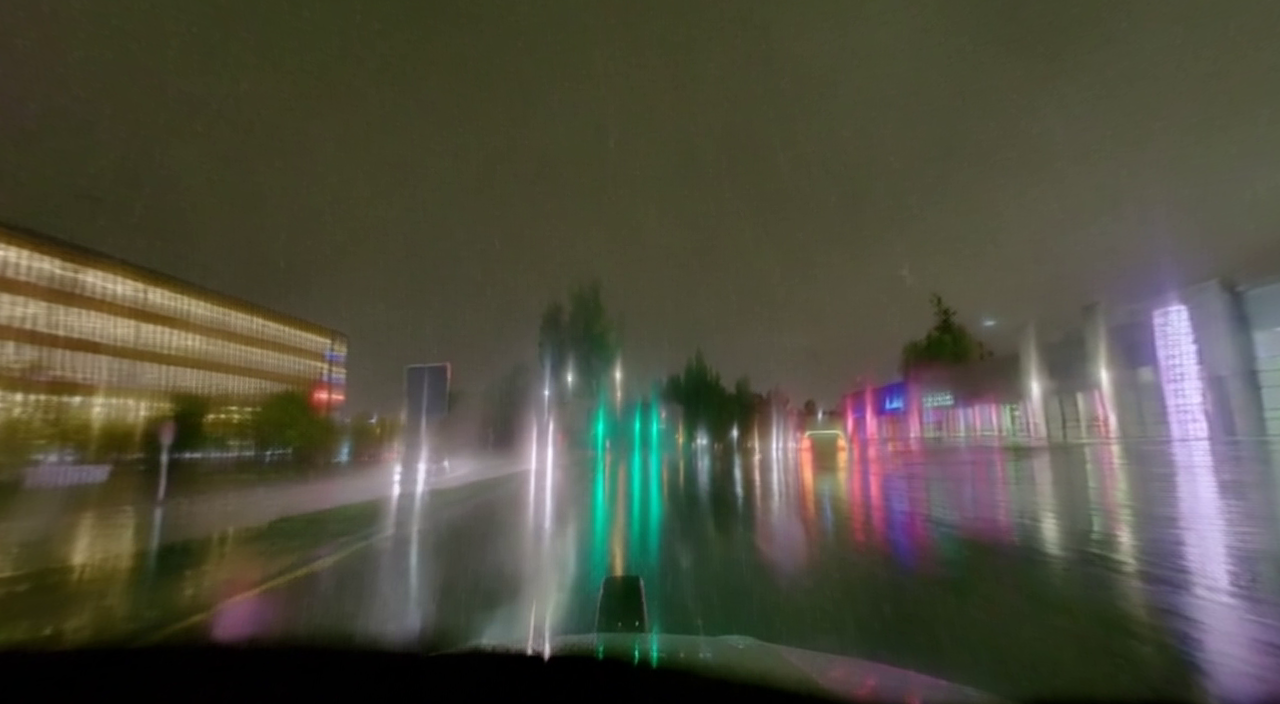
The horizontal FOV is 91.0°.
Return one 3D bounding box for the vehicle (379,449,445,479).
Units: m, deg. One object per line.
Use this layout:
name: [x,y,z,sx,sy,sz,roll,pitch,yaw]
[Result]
vehicle: [-12.269,6.026,34.147,1.921,1.490,4.242,0,-9,0]
